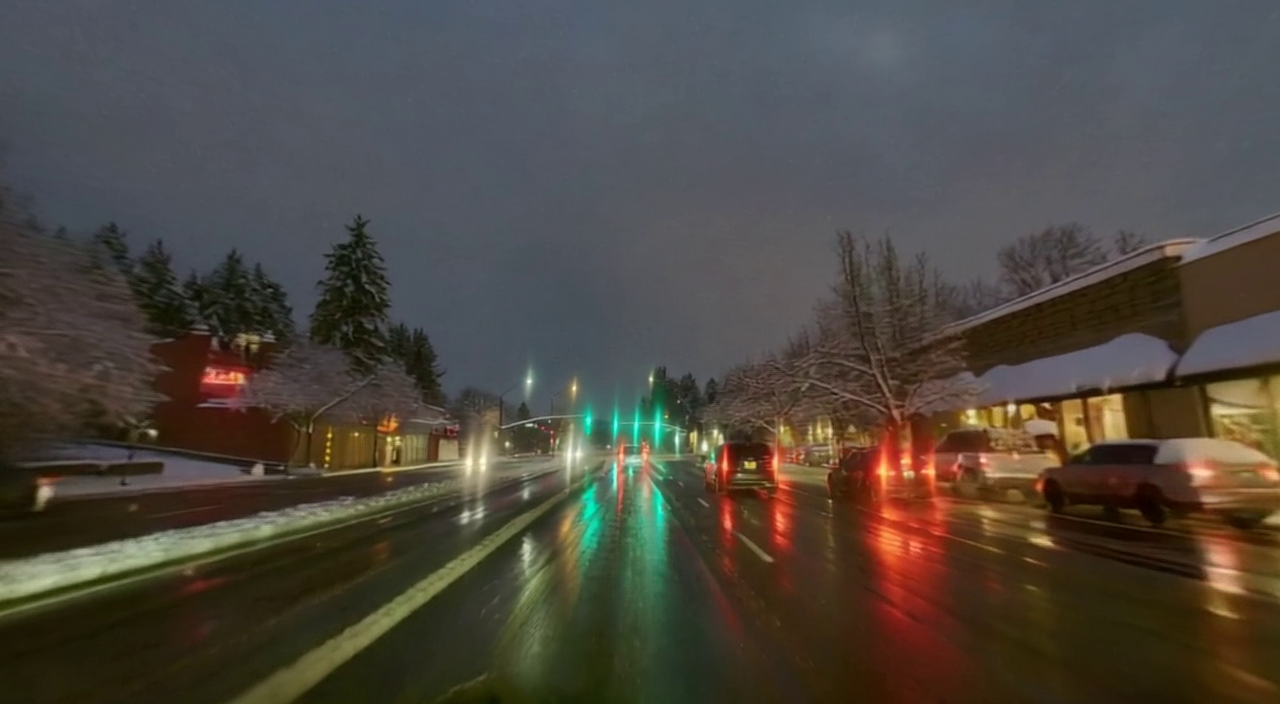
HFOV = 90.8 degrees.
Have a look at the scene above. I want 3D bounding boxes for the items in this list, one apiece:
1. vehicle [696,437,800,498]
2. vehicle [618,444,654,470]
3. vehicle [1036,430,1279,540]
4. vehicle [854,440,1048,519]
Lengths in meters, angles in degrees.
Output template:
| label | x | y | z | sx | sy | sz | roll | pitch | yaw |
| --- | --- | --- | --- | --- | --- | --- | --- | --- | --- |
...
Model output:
| label | x | y | z | sx | sy | sz | roll | pitch | yaw |
| --- | --- | --- | --- | --- | --- | --- | --- | --- | --- |
| vehicle | 2.974 | 3.297 | 18.502 | 2.072 | 1.545 | 4.578 | 0 | -8 | -2 |
| vehicle | -0.249 | 6.303 | 38.304 | 2.052 | 1.461 | 4.324 | 0 | -8 | 0 |
| vehicle | 10.505 | 2.479 | 12.524 | 2.057 | 1.748 | 4.673 | 0 | -8 | -3 |
| vehicle | 6.634 | 2.740 | 14.186 | 1.952 | 1.449 | 4.544 | 0 | -8 | -1 |
